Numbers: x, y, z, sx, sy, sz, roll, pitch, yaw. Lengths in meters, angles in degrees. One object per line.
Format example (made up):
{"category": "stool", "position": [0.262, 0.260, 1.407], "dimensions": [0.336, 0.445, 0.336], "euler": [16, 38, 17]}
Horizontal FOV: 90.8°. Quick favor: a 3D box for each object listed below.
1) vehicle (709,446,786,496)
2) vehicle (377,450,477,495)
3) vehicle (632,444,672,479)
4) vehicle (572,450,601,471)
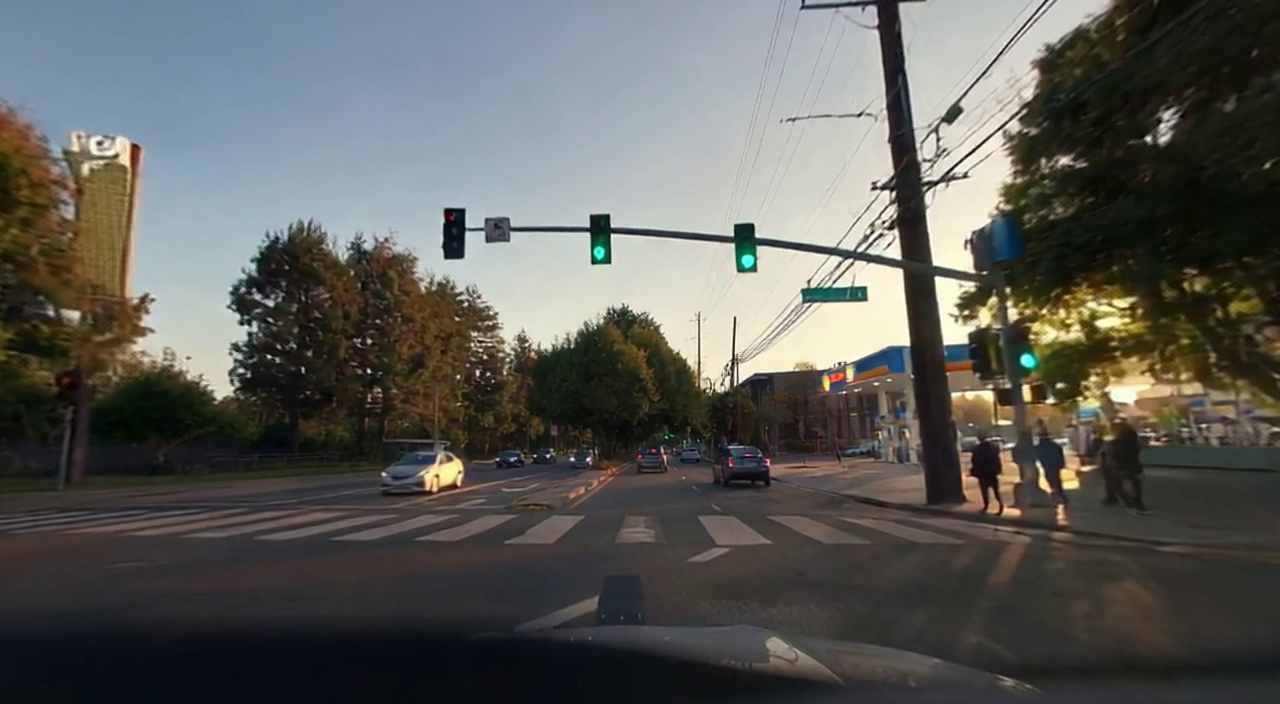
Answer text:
{"category": "vehicle", "position": [3.757, 4.237, 22.898], "dimensions": [1.990, 1.592, 4.294], "euler": [0, -9, 0]}
{"category": "vehicle", "position": [-7.975, 4.520, 24.176], "dimensions": [2.109, 1.525, 4.562], "euler": [-1, -9, 2]}
{"category": "vehicle", "position": [0.668, 6.160, 35.738], "dimensions": [2.163, 1.825, 4.073], "euler": [0, -9, 1]}
{"category": "vehicle", "position": [-4.088, 8.384, 48.922], "dimensions": [1.816, 1.484, 3.629], "euler": [-1, -9, 2]}
